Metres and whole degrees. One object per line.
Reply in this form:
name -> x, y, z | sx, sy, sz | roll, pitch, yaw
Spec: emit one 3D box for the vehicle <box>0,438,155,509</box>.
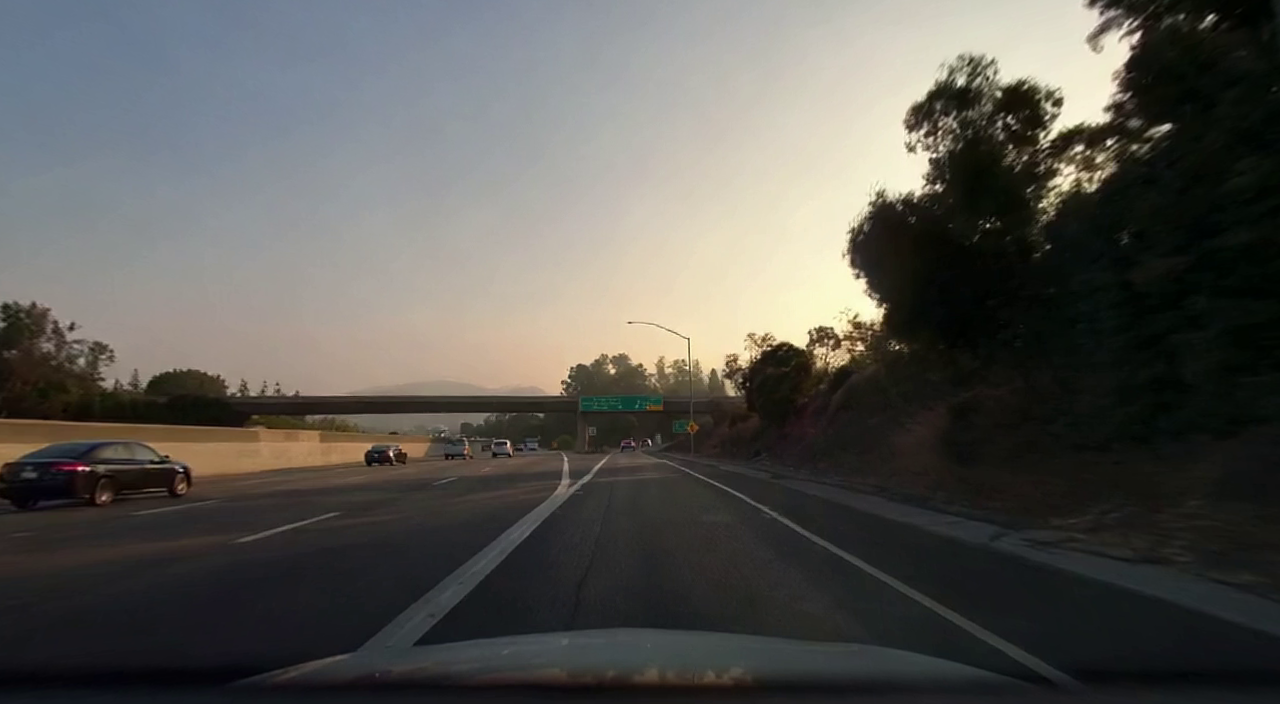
vehicle -> -16.311, 3.339, 17.726 | 2.093, 1.735, 4.285 | 1, -9, -5
